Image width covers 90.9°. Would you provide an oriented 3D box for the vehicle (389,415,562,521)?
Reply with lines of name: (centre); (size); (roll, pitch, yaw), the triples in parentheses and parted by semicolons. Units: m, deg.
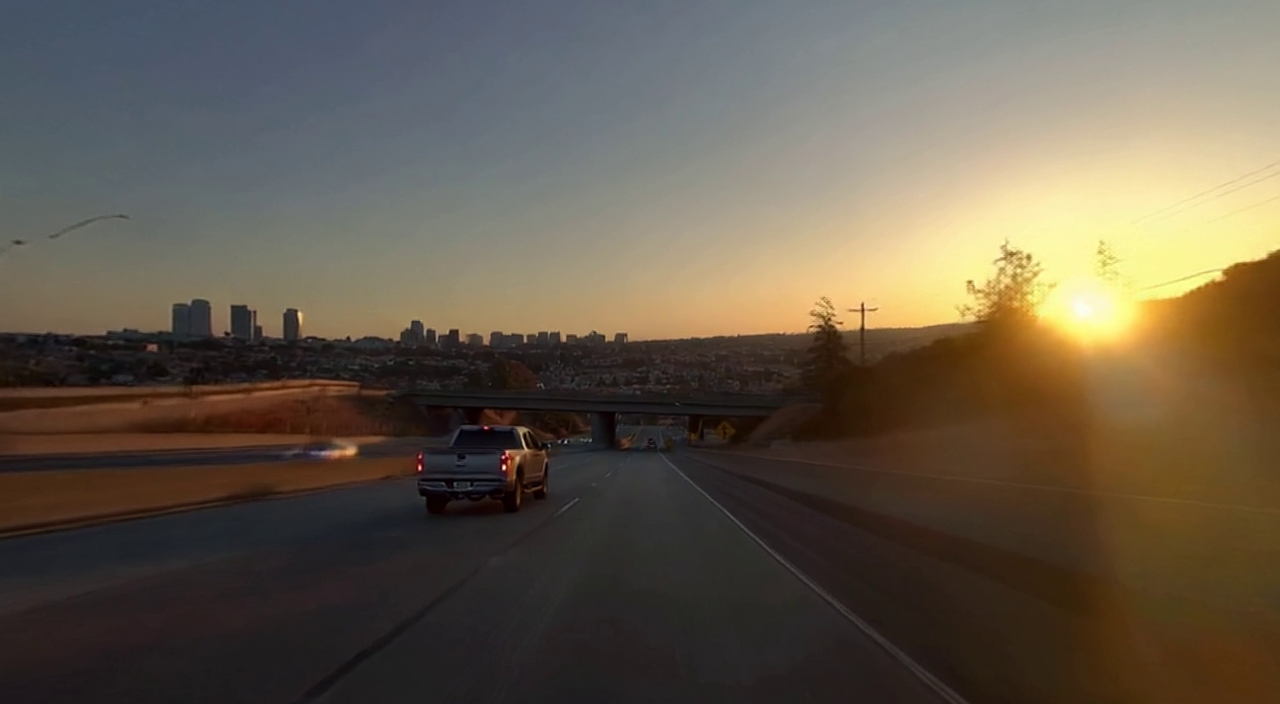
vehicle: (-3.386, 2.554, 14.455); (2.350, 1.932, 5.562); (-1, -9, 1)
